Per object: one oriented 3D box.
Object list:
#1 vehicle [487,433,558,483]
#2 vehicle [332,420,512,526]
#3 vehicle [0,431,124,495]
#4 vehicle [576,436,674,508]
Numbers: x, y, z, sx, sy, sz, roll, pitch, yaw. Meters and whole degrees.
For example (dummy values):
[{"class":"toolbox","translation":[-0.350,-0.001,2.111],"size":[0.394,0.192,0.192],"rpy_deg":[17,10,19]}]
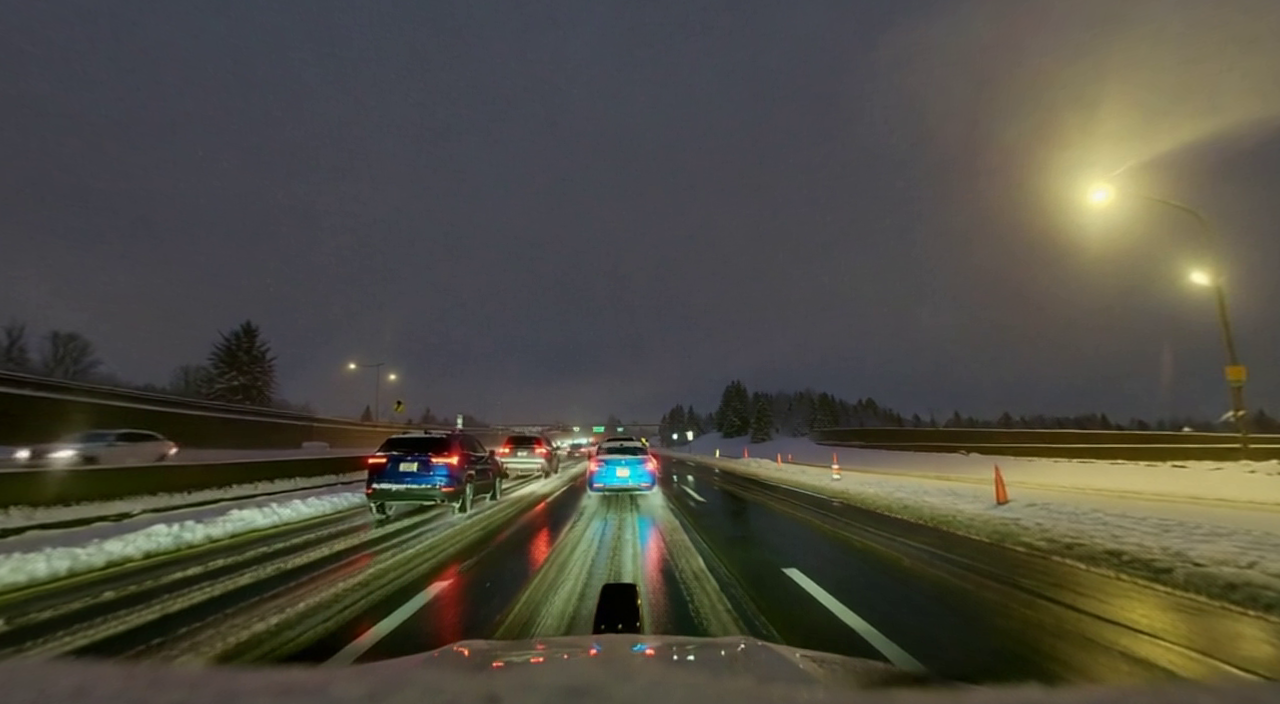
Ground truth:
[{"class":"vehicle","translation":[-4.337,3.980,23.980],"size":[1.982,1.727,4.057],"rpy_deg":[0,-9,-1]},{"class":"vehicle","translation":[-3.953,2.273,12.341],"size":[2.025,1.708,4.089],"rpy_deg":[0,-9,0]},{"class":"vehicle","translation":[-18.263,3.252,18.956],"size":[1.936,1.710,4.301],"rpy_deg":[0,-8,-1]},{"class":"vehicle","translation":[-0.400,2.826,15.313],"size":[2.069,1.484,3.982],"rpy_deg":[0,-9,-2]}]
